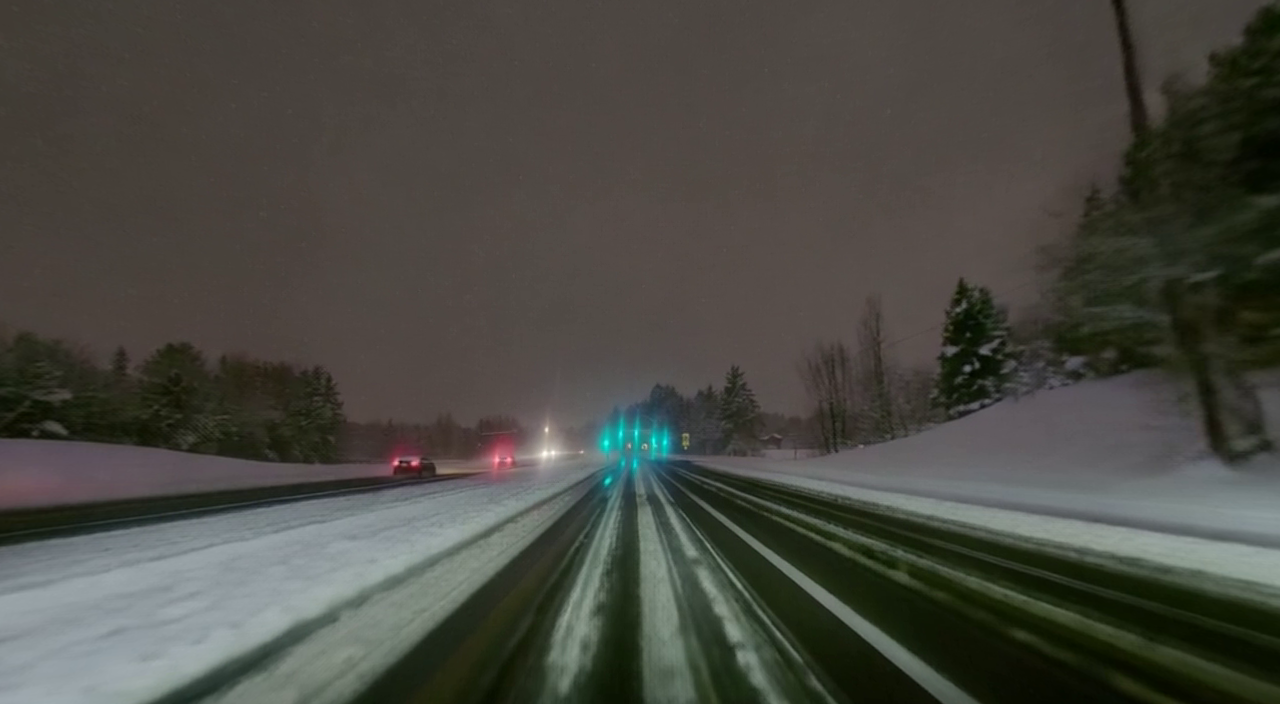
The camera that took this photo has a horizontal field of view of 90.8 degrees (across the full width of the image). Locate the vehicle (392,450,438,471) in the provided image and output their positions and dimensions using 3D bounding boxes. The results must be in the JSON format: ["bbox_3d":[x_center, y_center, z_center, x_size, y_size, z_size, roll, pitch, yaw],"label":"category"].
[{"bbox_3d":[-17.179,8.293,48.360,1.955,1.533,4.097,0,-9,0],"label":"vehicle"}]
